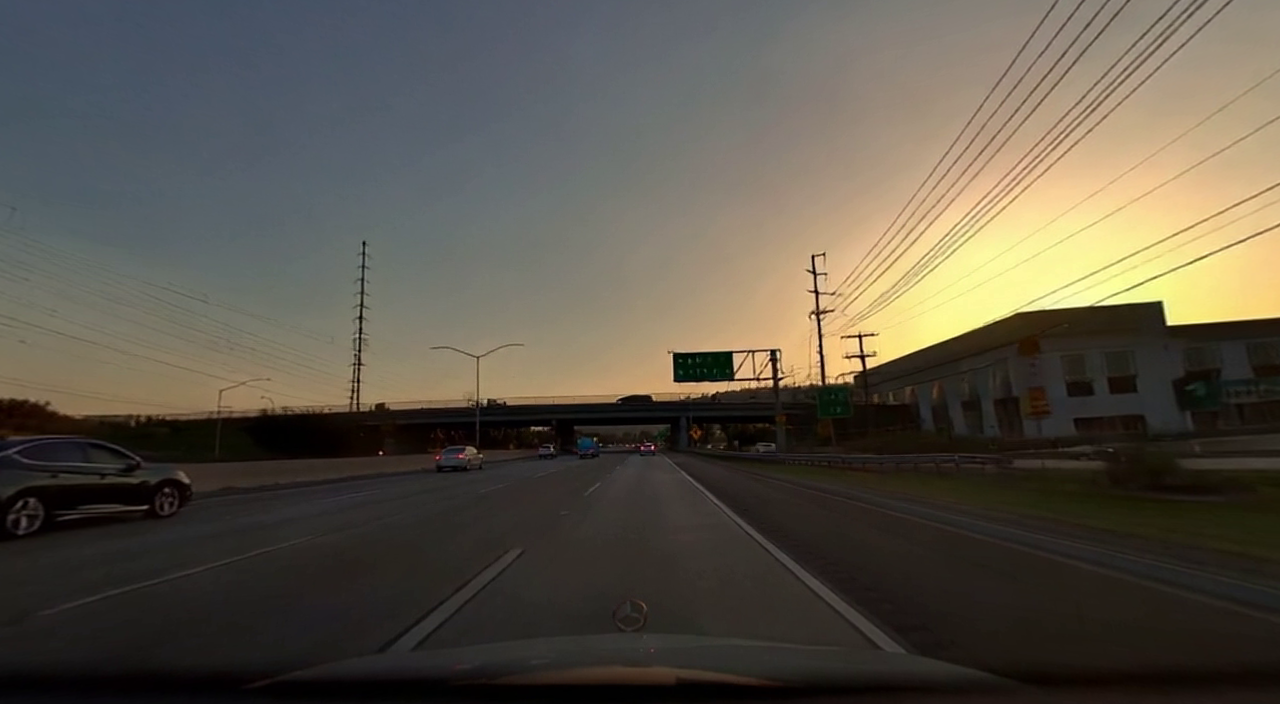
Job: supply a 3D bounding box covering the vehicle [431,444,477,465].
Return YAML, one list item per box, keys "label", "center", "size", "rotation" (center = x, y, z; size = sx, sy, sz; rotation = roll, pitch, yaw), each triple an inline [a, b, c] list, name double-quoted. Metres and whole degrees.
- label: "vehicle"
  center: [-13.565, 7.497, 46.247]
  size: [1.988, 1.477, 4.442]
  rotation: [0, -8, 1]

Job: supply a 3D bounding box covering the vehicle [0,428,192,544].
- label: "vehicle"
  center: [-10.268, 2.146, 10.549]
  size: [2.122, 1.655, 4.533]
  rotation: [0, -8, 1]
